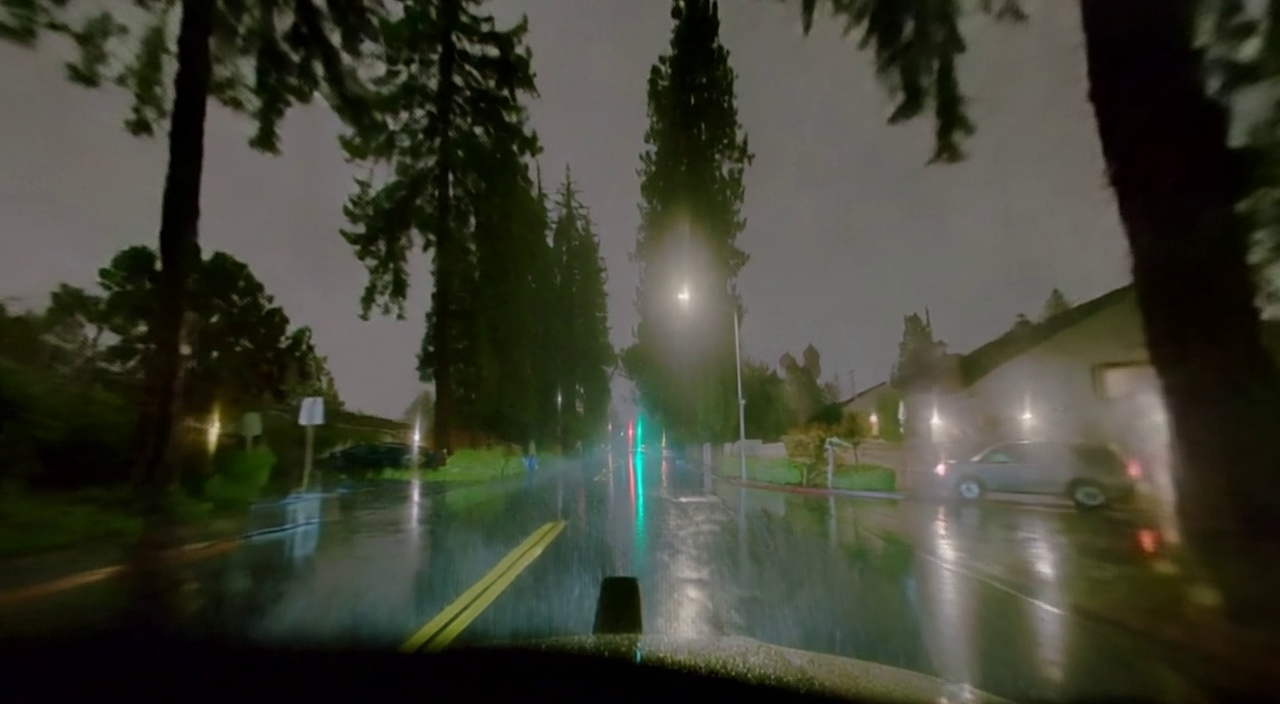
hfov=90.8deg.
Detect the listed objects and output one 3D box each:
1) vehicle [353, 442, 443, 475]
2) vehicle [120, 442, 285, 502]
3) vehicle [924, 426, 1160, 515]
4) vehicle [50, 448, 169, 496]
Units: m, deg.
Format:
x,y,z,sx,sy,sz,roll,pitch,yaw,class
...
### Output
x,y,z,sx,sy,sz,roll,pitch,yaw,class
-14.728,6.483,38.736,2.066,1.852,4.782,-6,-10,34,vehicle
-15.747,4.206,22.648,6.072,1.882,2.277,-5,-9,29,vehicle
10.589,3.217,17.094,4.854,1.771,2.123,-12,-12,28,vehicle
-21.643,4.846,25.739,4.507,1.774,1.923,-5,-9,26,vehicle
